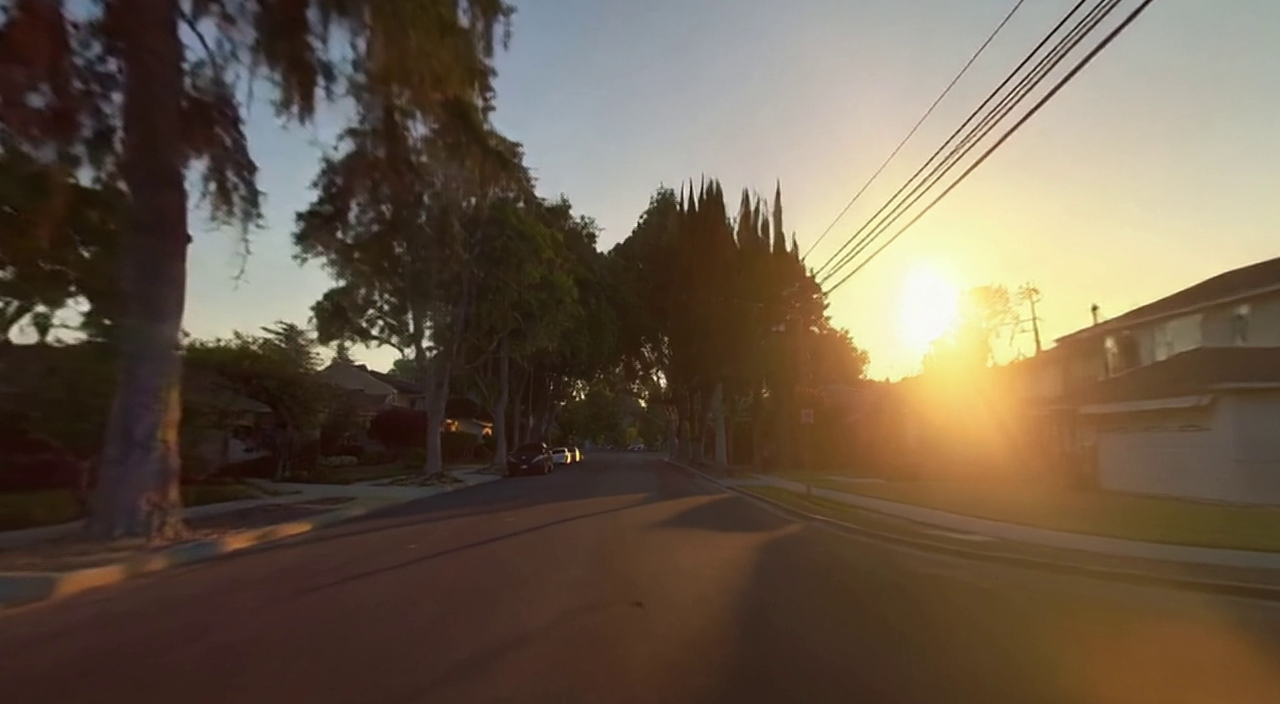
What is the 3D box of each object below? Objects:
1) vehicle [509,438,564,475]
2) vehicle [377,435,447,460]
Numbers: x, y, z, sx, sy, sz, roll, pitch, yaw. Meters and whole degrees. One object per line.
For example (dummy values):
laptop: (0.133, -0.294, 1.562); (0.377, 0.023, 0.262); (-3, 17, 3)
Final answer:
vehicle: (-5.784, 5.952, 36.221); (2.341, 1.886, 5.684); (1, -9, -2)
vehicle: (-17.340, 7.233, 48.104); (4.546, 1.791, 1.992); (0, -7, -1)
